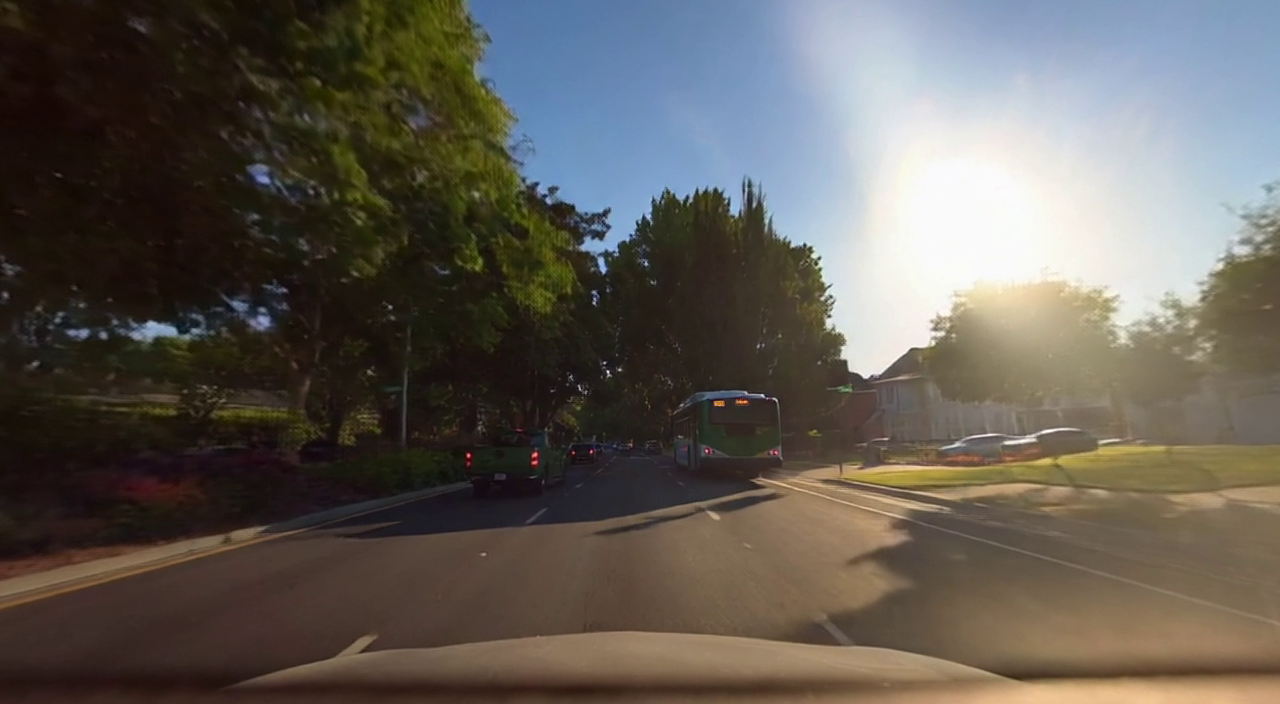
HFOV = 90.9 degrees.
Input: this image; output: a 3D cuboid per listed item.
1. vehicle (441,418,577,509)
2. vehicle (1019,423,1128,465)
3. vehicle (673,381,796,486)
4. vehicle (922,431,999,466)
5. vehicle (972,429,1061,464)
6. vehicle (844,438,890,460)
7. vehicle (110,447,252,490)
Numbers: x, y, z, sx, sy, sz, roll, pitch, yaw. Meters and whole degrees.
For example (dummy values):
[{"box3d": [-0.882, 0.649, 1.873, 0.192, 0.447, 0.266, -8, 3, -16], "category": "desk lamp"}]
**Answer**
[{"box3d": [-2.972, 2.693, 15.673, 2.074, 1.849, 5.137, 0, -8, 2], "category": "vehicle"}, {"box3d": [21.802, 4.662, 32.016, 2.152, 1.945, 4.827, 0, -8, 2], "category": "vehicle"}, {"box3d": [3.269, 3.469, 26.009, 3.059, 3.264, 12.623, 0, -8, 0], "category": "vehicle"}, {"box3d": [16.523, 4.997, 32.727, 1.972, 1.648, 4.016, 0, -8, 2], "category": "vehicle"}, {"box3d": [19.122, 4.827, 32.248, 2.062, 1.683, 4.209, 0, -8, 2], "category": "vehicle"}, {"box3d": [16.201, 6.956, 45.123, 1.797, 1.455, 4.342, -2, -9, 2], "category": "vehicle"}, {"box3d": [-17.570, 4.454, 24.488, 1.854, 1.489, 4.820, 0, -8, 0], "category": "vehicle"}]
